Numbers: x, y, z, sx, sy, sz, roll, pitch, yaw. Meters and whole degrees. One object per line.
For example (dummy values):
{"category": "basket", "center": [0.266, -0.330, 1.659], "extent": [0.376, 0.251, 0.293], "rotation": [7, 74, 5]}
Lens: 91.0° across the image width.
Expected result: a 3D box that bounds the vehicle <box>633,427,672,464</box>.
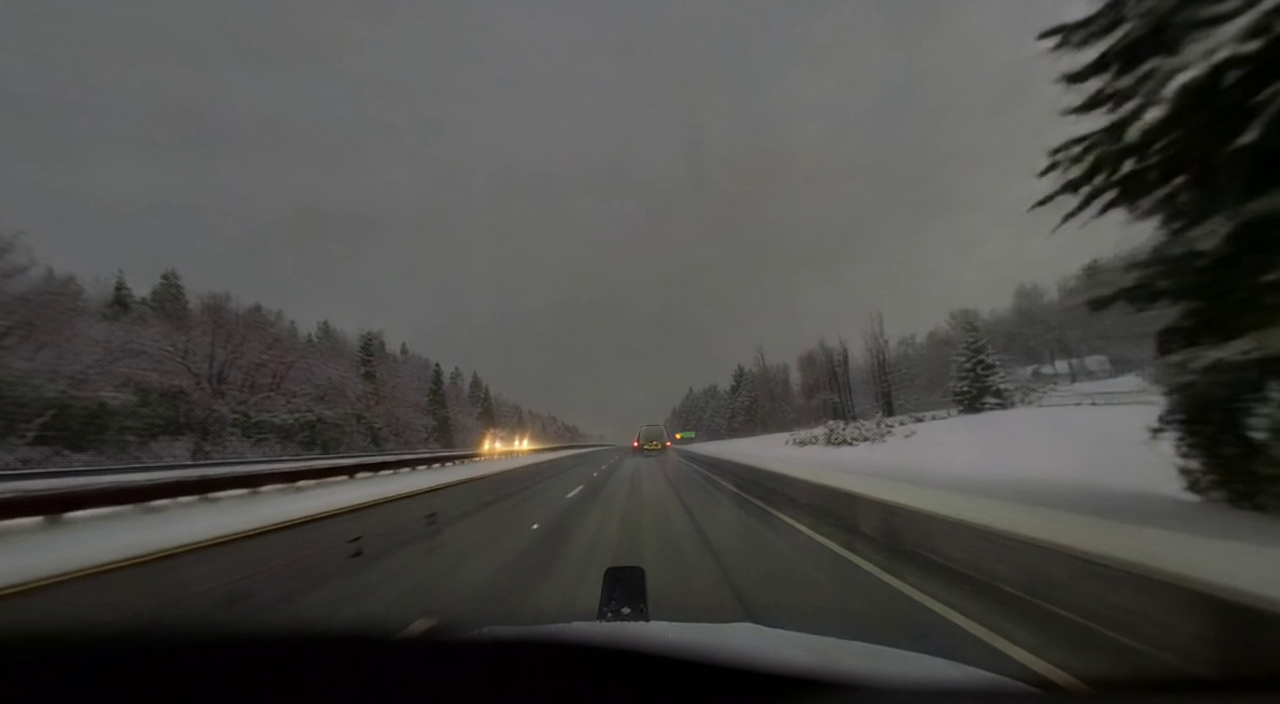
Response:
{"category": "vehicle", "center": [0.740, 5.781, 38.921], "extent": [2.277, 2.109, 4.922], "rotation": [0, -8, 0]}
